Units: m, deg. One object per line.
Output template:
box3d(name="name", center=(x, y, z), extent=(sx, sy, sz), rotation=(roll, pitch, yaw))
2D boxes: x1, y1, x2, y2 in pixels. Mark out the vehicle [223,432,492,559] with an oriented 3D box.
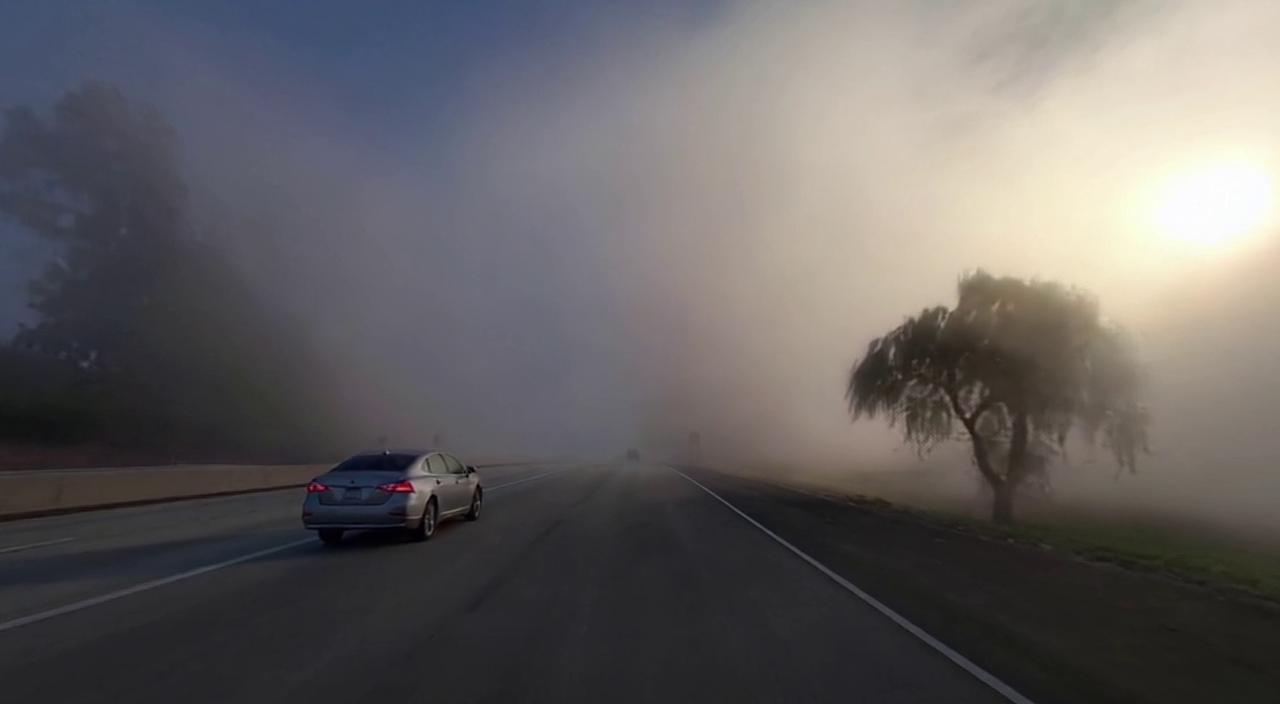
box3d(name="vehicle", center=(-4.099, 2.144, 10.273), extent=(2.092, 1.562, 4.748), rotation=(0, -8, 2))
